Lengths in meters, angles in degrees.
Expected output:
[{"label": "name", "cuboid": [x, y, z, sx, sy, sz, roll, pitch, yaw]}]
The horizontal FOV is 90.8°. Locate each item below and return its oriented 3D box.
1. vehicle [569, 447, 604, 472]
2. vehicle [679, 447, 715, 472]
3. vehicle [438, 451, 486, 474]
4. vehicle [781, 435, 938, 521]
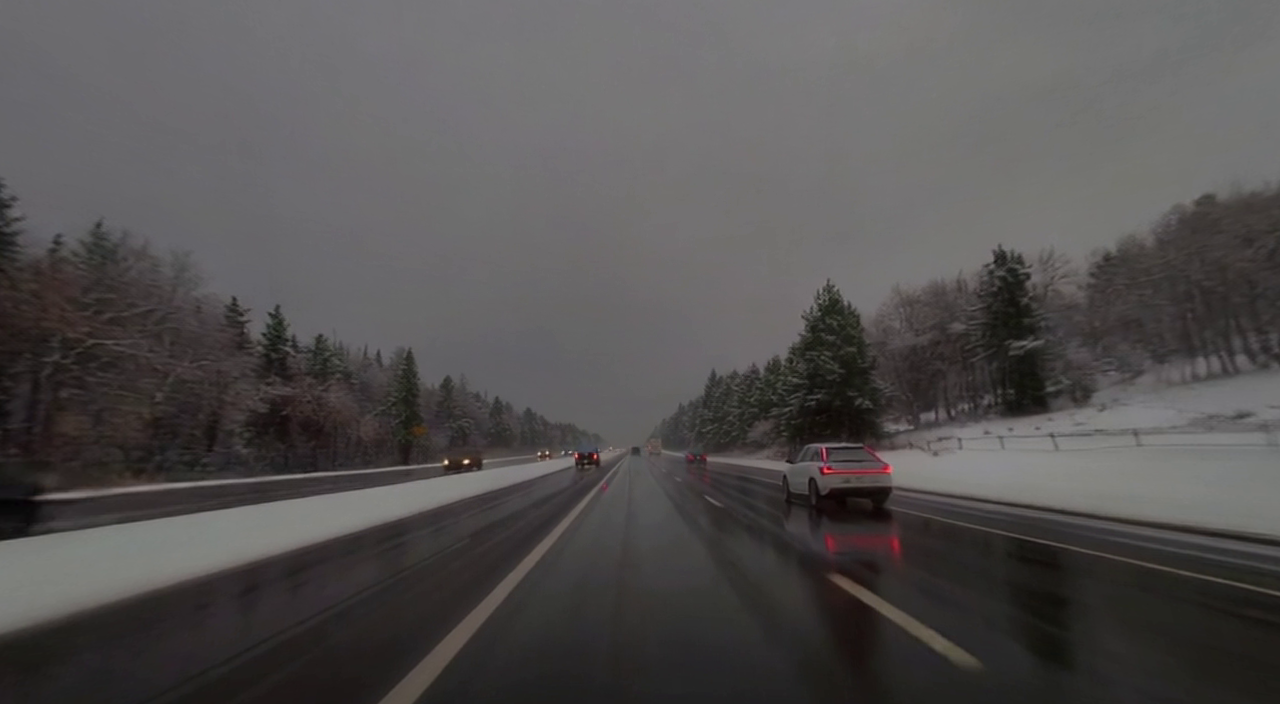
[{"label": "vehicle", "cuboid": [-3.486, 7.084, 41.810, 2.021, 1.507, 4.272, 0, -9, -1]}, {"label": "vehicle", "cuboid": [3.625, 6.928, 40.845, 1.846, 1.480, 3.694, 0, -9, -2]}, {"label": "vehicle", "cuboid": [-12.116, 7.518, 43.226, 1.918, 1.488, 4.565, 0, -9, 0]}, {"label": "vehicle", "cuboid": [4.520, 2.641, 13.682, 1.903, 1.566, 3.866, 0, -9, -2]}]
